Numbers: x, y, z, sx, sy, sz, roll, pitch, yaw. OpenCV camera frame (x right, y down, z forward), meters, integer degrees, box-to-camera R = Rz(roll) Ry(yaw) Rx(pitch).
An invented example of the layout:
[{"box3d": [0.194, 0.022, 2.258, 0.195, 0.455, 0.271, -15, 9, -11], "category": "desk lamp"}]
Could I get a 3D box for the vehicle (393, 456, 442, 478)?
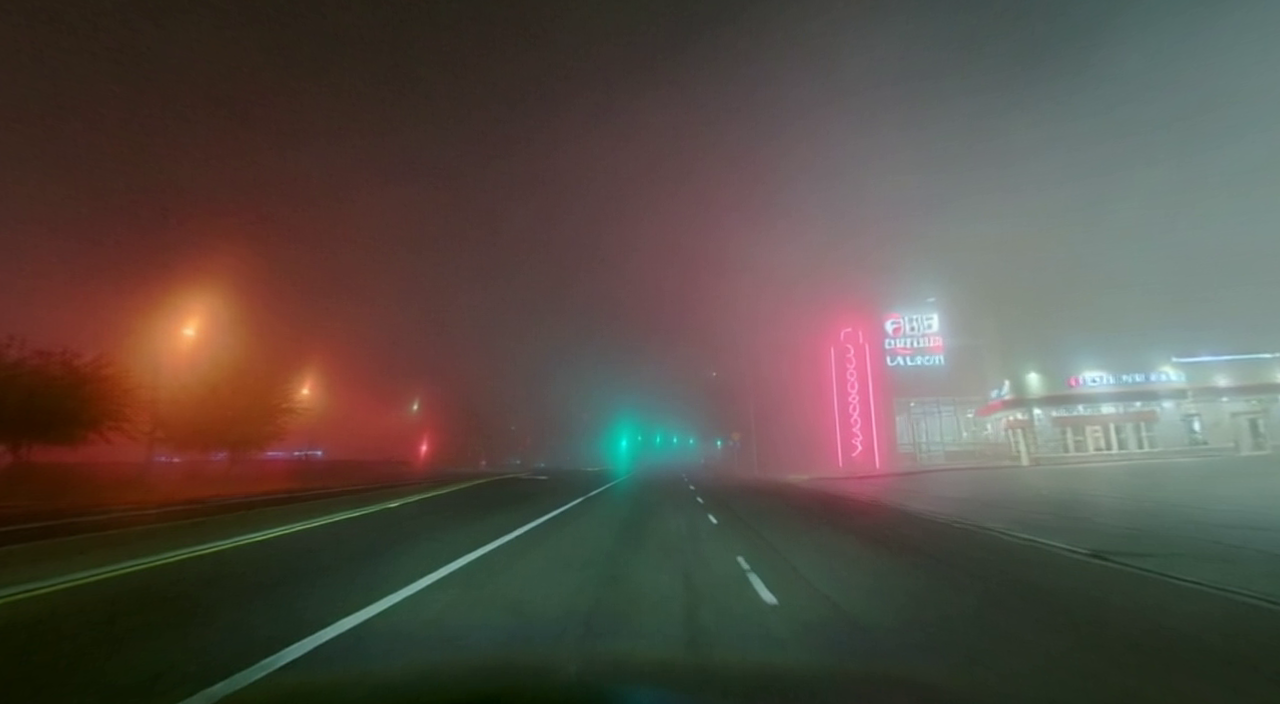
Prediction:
[{"box3d": [-16.732, 8.658, 47.548, 1.938, 1.465, 4.744, -2, -9, 1], "category": "vehicle"}]
